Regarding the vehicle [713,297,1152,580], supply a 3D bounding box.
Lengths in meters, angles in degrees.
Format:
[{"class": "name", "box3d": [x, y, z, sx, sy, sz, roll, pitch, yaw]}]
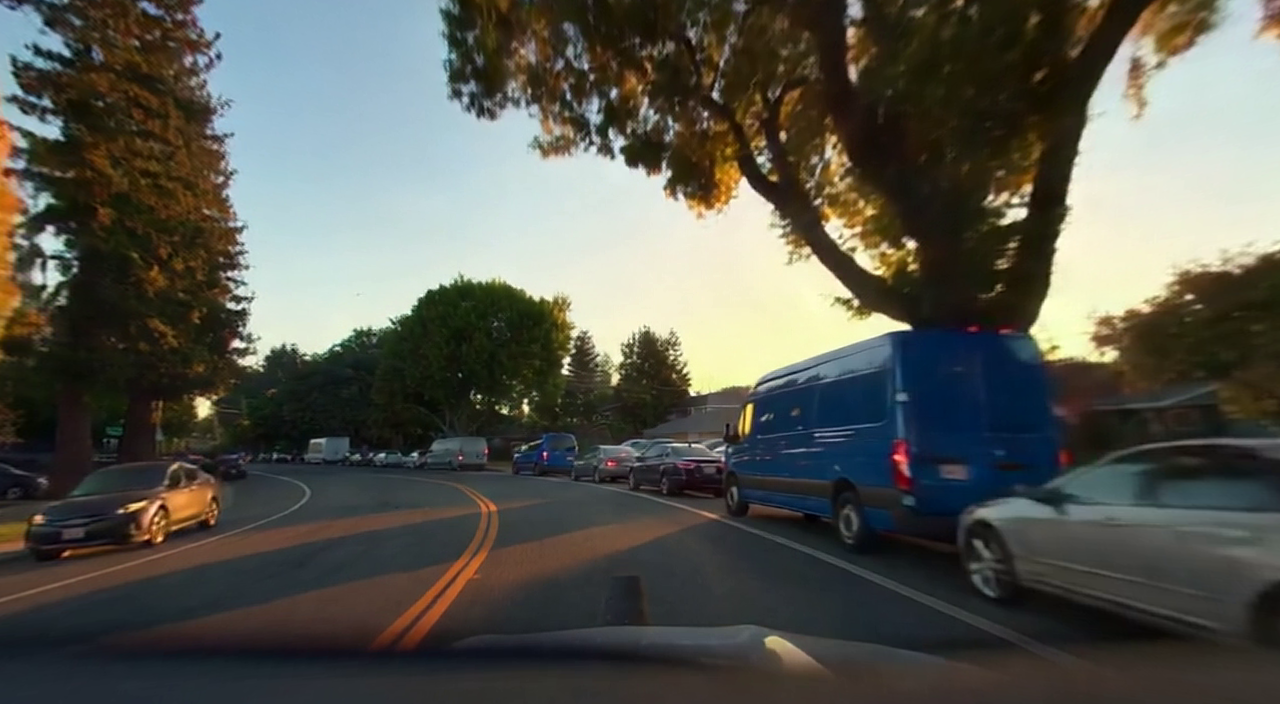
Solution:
[{"class": "vehicle", "box3d": [3.303, 1.311, 9.629, 2.406, 2.689, 6.916, 1, -8, -10]}]

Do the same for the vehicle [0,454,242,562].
[{"class": "vehicle", "box3d": [-8.977, 2.599, 11.231, 1.985, 1.485, 3.820, 2, -9, -14]}]

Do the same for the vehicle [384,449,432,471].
[{"class": "vehicle", "box3d": [-16.709, 7.732, 45.318, 1.804, 1.453, 4.462, 7, -11, -39]}]

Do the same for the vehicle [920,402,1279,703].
[{"class": "vehicle", "box3d": [3.740, 1.100, 3.779, 1.891, 1.466, 4.362, 0, -8, -3]}]

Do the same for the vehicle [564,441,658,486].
[{"class": "vehicle", "box3d": [-1.203, 4.088, 23.480, 1.957, 1.479, 4.554, 3, -9, -24]}]

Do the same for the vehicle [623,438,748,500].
[{"class": "vehicle", "box3d": [1.065, 3.136, 17.463, 1.961, 1.456, 4.569, 2, -9, -16]}]

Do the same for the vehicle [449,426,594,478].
[{"class": "vehicle", "box3d": [-6.458, 5.115, 32.395, 3.041, 2.164, 10.370, 4, -10, -36]}]

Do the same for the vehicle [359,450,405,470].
[{"class": "vehicle", "box3d": [-20.315, 8.476, 49.529, 1.762, 1.444, 4.906, 7, -11, -41]}]
